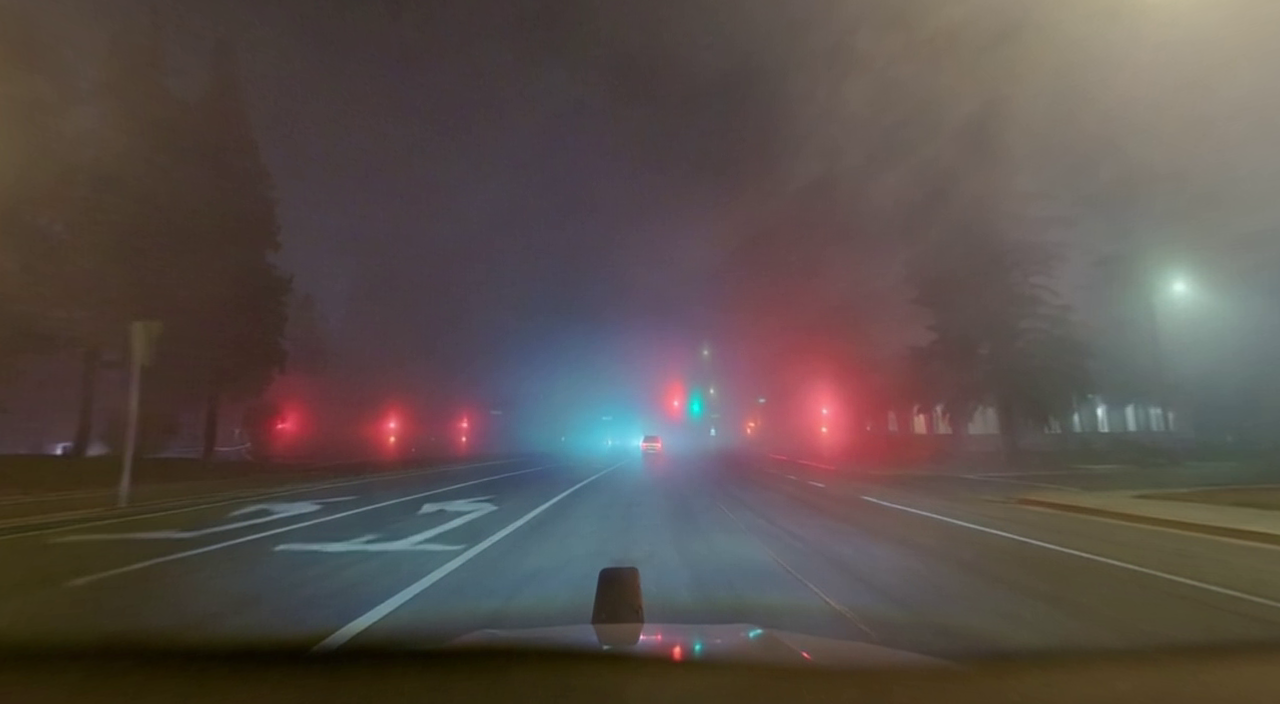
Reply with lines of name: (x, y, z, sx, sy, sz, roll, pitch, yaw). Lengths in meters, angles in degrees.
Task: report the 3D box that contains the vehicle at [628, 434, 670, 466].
vehicle: (0.545, 5.236, 33.970, 2.037, 1.568, 3.693, 0, -8, 4)
